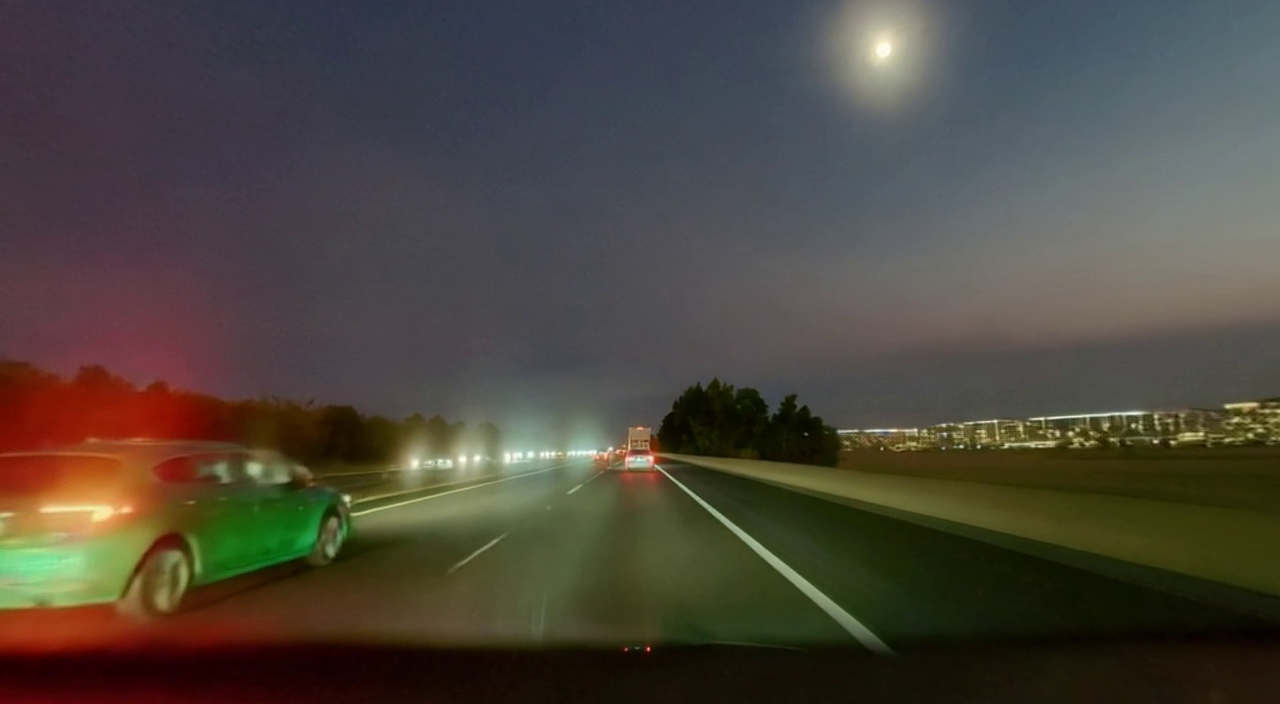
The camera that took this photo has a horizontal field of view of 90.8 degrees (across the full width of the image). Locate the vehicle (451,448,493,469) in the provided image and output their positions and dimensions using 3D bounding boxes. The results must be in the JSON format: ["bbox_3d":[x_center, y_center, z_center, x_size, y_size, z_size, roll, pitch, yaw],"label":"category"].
[{"bbox_3d":[-12.809,8.138,48.257,1.965,1.523,4.502,0,-9,0],"label":"vehicle"}]

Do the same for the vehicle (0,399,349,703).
[{"bbox_3d":[-4.252,1.281,4.794,2.172,1.548,3.953,0,-9,0],"label":"vehicle"}]

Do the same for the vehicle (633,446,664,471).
[{"bbox_3d":[0.526,7.141,42.389,1.992,1.593,3.937,0,-9,-1],"label":"vehicle"}]
